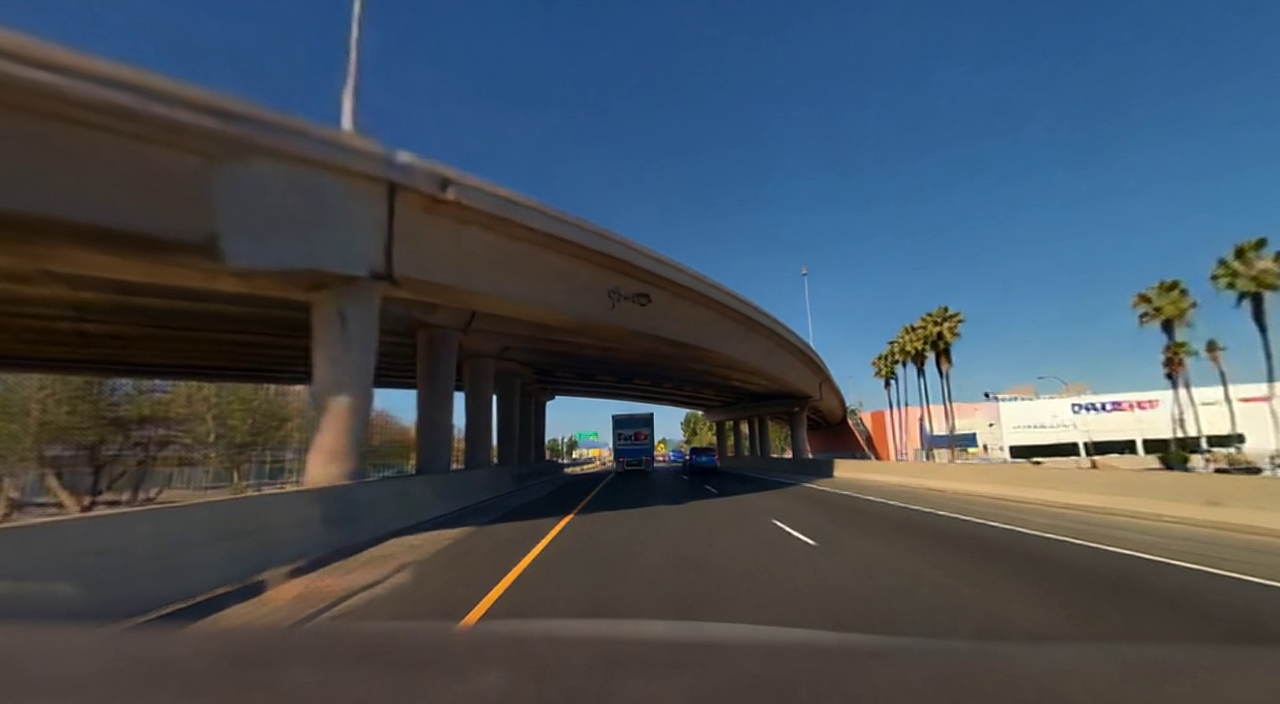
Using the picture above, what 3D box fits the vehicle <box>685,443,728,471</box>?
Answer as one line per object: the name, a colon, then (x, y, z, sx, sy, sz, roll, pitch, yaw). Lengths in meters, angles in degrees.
vehicle: (3.840, 6.147, 37.031, 1.966, 1.558, 4.238, 0, -9, -2)
